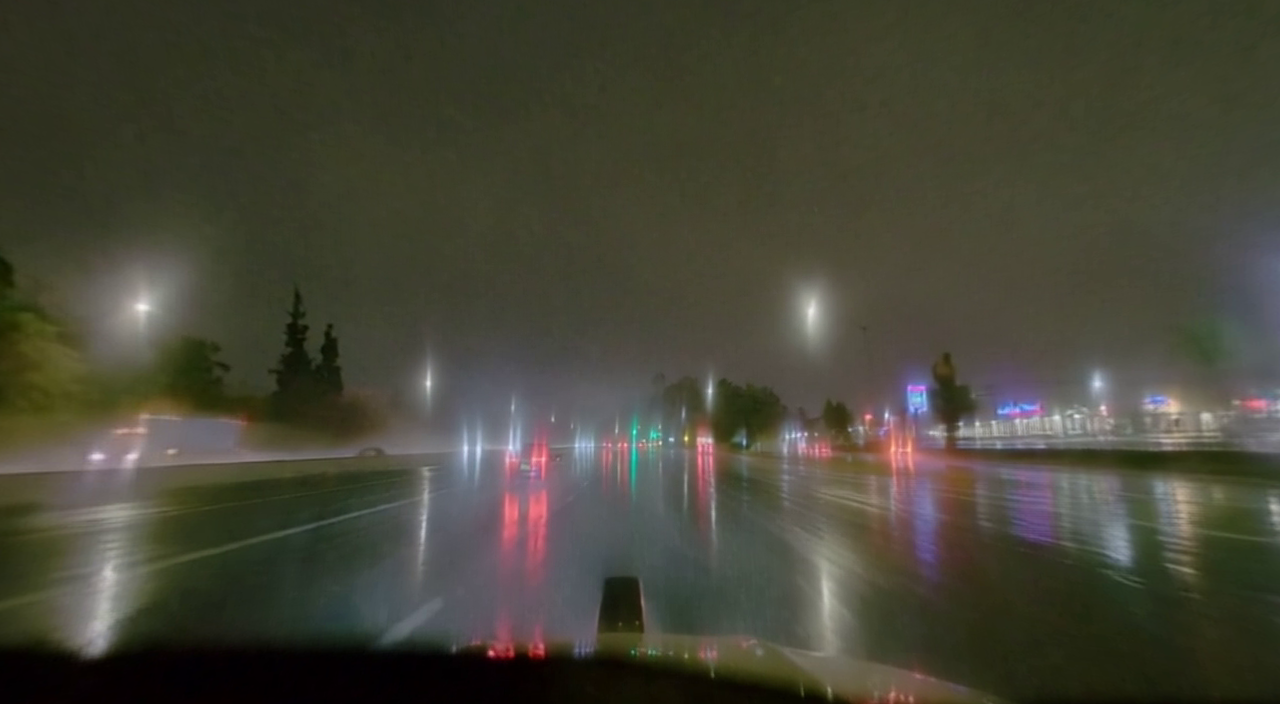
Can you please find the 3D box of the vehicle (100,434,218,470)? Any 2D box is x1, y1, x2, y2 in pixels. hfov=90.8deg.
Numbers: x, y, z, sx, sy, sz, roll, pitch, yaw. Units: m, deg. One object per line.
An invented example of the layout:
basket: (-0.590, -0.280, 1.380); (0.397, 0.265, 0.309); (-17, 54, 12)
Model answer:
vehicle: (-27.388, 5.728, 36.292); (2.333, 1.873, 5.556); (0, -8, 1)

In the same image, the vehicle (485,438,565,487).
vehicle: (-3.870, 3.788, 22.019); (1.939, 1.508, 4.272); (0, -8, 0)
